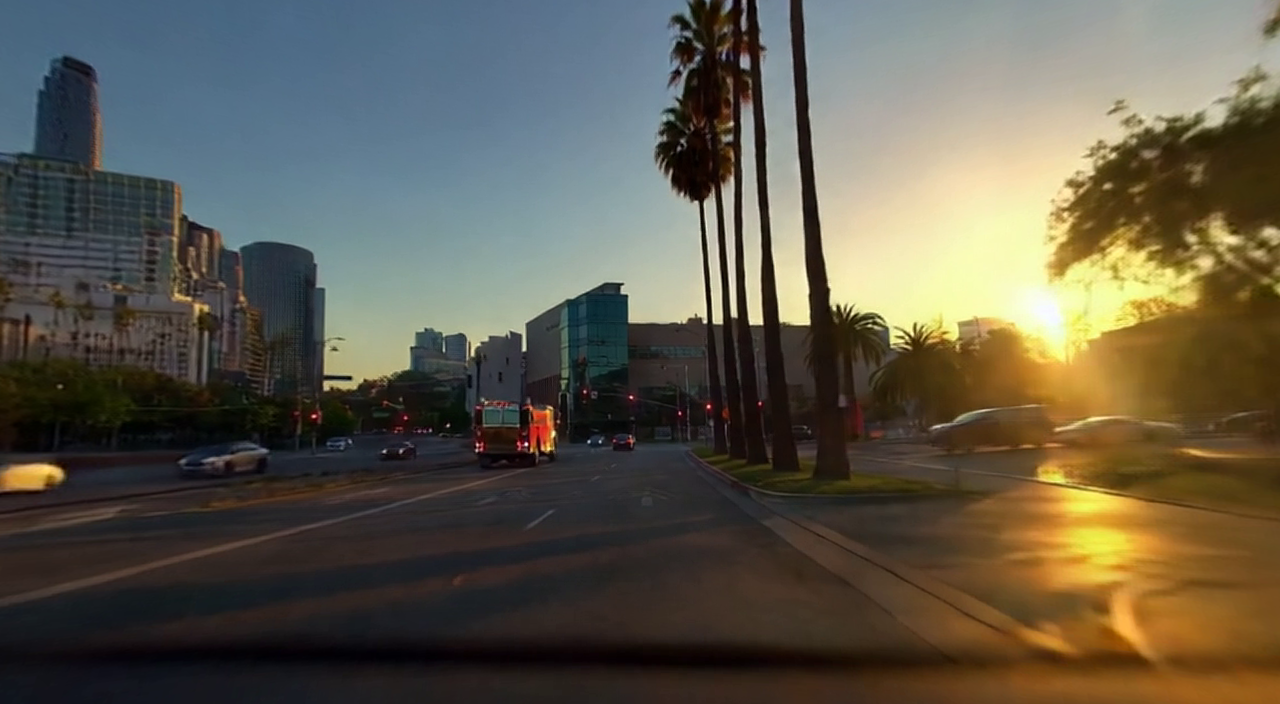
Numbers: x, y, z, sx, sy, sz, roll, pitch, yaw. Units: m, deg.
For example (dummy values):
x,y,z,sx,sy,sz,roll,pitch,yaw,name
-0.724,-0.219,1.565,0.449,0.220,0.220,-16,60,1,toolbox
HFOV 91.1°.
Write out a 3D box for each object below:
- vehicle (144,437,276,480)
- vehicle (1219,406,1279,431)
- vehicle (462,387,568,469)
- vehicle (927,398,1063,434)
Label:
x,y,z,sx,sy,sz,roll,pitch,yaw,name
-21.770,5.409,32.216,2.460,1.958,5.843,0,-8,2,vehicle
42.566,4.527,42.486,4.671,1.641,1.900,-1,-8,3,vehicle
-6.385,4.308,34.577,3.008,3.730,11.786,0,-8,2,vehicle
15.331,2.810,27.330,4.663,1.457,2.045,0,-7,2,vehicle
